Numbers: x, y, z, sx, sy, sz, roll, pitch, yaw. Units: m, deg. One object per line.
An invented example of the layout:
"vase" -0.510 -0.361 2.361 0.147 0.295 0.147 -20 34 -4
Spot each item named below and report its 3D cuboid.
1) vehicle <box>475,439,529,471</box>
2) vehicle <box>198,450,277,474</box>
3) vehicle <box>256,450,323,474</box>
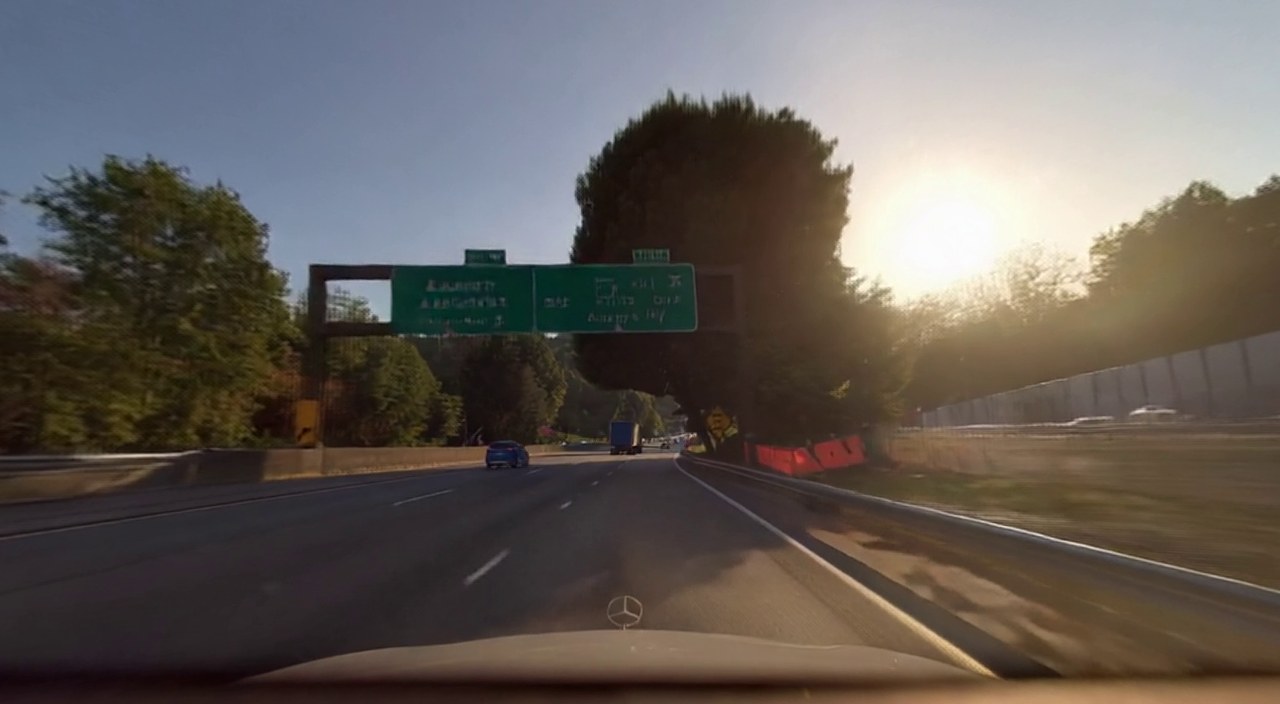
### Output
"vehicle" -7.284 5.476 33.615 1.893 1.566 4.051 0 -9 1
"vehicle" -26.436 7.222 41.603 2.159 1.461 4.562 0 -9 1
"vehicle" -22.143 6.953 40.006 1.679 1.439 4.300 0 -9 1
